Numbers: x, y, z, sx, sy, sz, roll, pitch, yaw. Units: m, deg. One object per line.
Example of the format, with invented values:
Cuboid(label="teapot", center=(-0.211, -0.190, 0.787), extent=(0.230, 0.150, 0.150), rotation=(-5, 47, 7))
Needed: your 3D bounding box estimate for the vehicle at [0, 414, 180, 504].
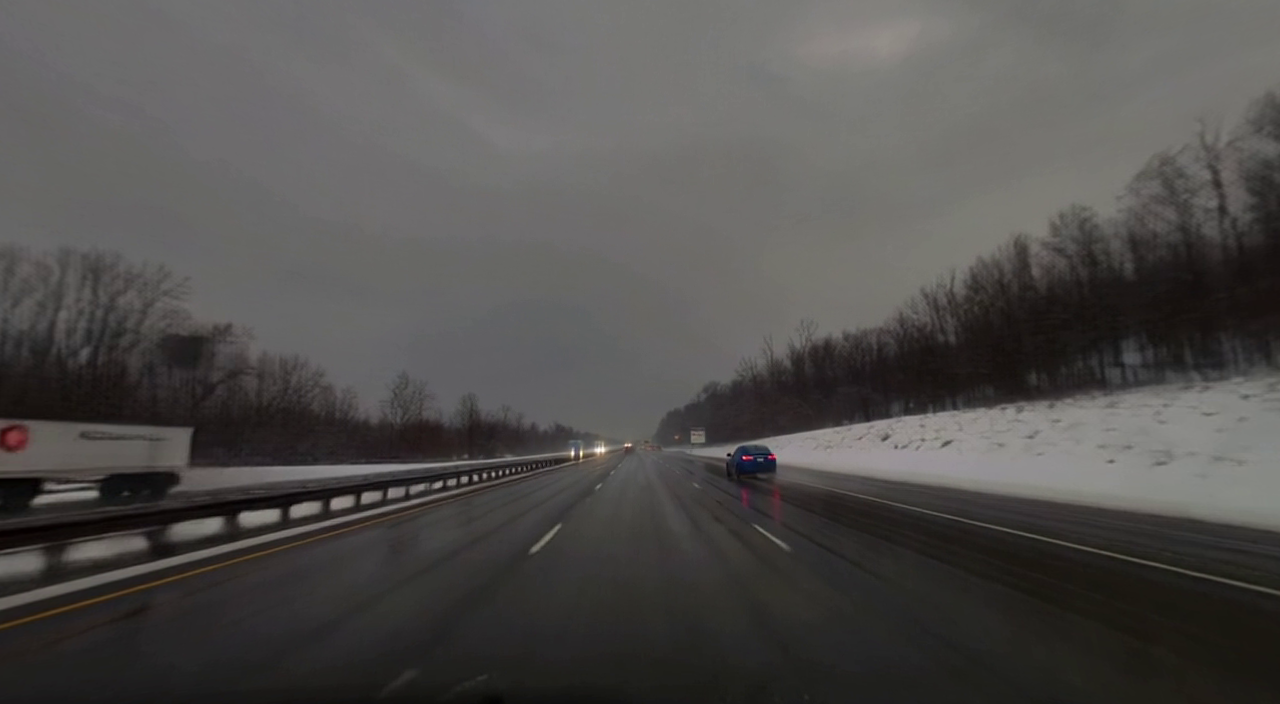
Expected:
Cuboid(label="vehicle", center=(-29.552, 5.223, 31.024), extent=(2.869, 3.885, 14.559), rotation=(0, -9, 0))

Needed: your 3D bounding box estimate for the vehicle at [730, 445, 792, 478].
Cuboid(label="vehicle", center=(5.656, 5.162, 29.941), extent=(1.967, 1.472, 3.751), rotation=(0, -9, -3))
